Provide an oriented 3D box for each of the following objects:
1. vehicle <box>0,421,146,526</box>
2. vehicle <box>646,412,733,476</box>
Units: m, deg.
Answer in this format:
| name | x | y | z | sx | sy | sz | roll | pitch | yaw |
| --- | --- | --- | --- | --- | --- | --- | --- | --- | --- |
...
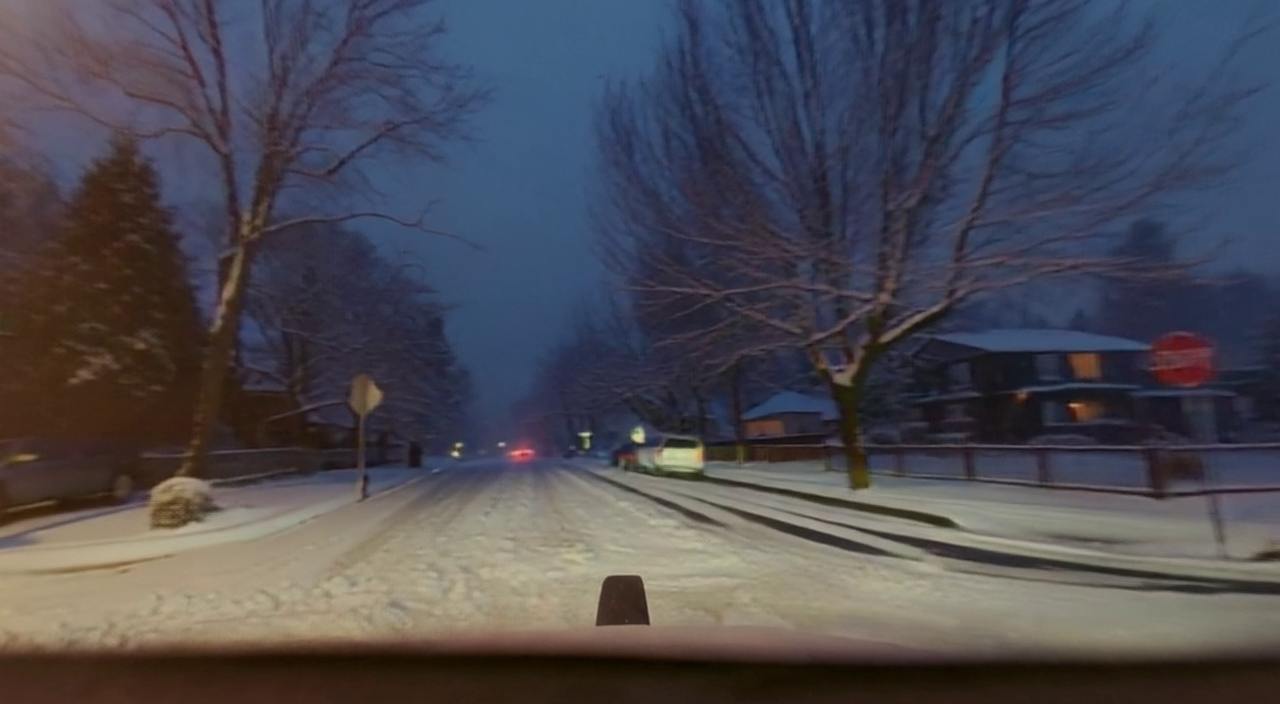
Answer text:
| name | x | y | z | sx | sy | sz | roll | pitch | yaw |
| --- | --- | --- | --- | --- | --- | --- | --- | --- | --- |
| vehicle | -13.195 | 2.403 | 12.830 | 2.286 | 1.915 | 5.980 | 2 | -8 | -10 |
| vehicle | 2.506 | 4.862 | 34.213 | 2.718 | 3.089 | 6.380 | 1 | -7 | -15 |
